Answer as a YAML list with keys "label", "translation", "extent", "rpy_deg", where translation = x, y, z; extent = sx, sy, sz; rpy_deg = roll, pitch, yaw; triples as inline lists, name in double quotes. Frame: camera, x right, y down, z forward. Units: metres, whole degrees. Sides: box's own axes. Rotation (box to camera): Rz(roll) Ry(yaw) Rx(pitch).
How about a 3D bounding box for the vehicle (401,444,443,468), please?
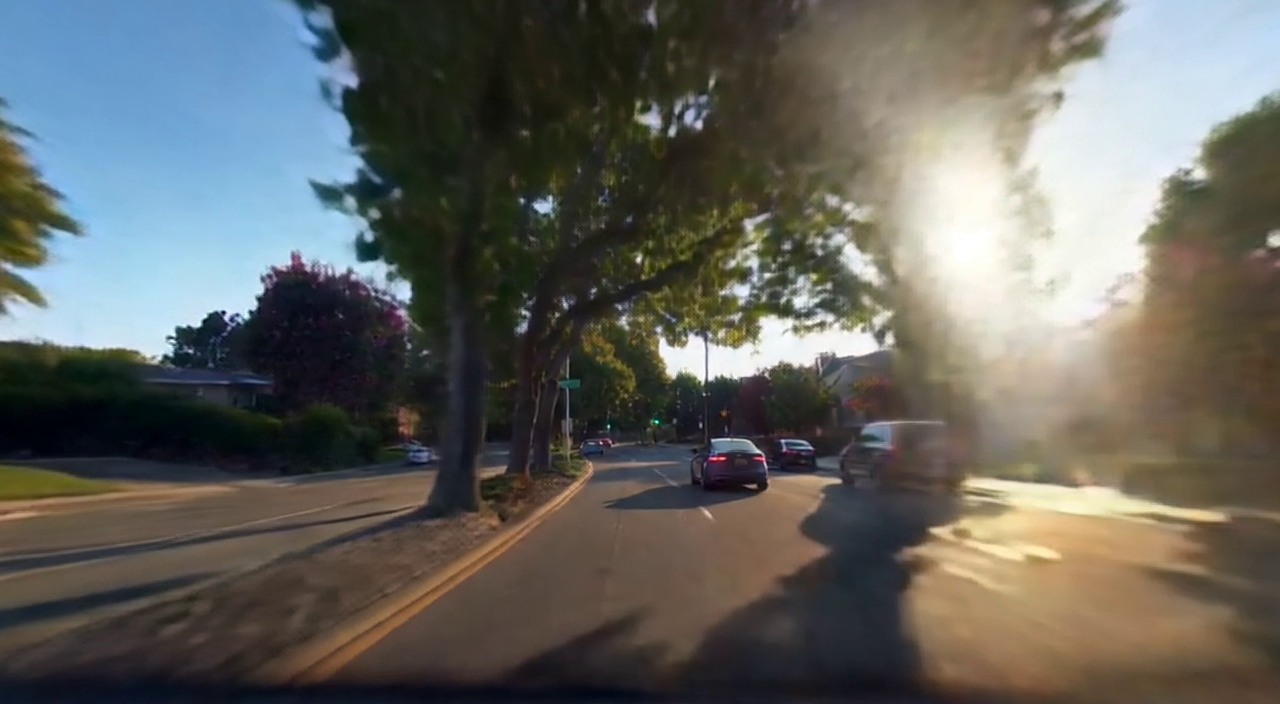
- label: "vehicle"
  translation: [-15.849, 7.557, 45.989]
  extent: [1.949, 1.642, 4.376]
  rpy_deg: [1, -9, -6]

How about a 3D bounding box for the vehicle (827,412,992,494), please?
- label: "vehicle"
  translation: [6.915, 2.666, 16.871]
  extent: [2.065, 1.861, 4.704]
  rpy_deg: [1, -8, -4]

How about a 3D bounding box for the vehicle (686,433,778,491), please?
- label: "vehicle"
  translation: [2.530, 3.161, 18.415]
  extent: [1.960, 1.479, 4.086]
  rpy_deg: [0, -8, -2]

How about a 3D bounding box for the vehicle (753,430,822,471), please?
- label: "vehicle"
  translation: [6.287, 4.258, 27.333]
  extent: [2.008, 1.614, 4.369]
  rpy_deg: [0, -8, 1]

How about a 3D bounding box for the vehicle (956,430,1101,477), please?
- label: "vehicle"
  translation: [13.062, 3.439, 21.420]
  extent: [3.635, 1.482, 1.879]
  rpy_deg: [-1, -9, 8]
